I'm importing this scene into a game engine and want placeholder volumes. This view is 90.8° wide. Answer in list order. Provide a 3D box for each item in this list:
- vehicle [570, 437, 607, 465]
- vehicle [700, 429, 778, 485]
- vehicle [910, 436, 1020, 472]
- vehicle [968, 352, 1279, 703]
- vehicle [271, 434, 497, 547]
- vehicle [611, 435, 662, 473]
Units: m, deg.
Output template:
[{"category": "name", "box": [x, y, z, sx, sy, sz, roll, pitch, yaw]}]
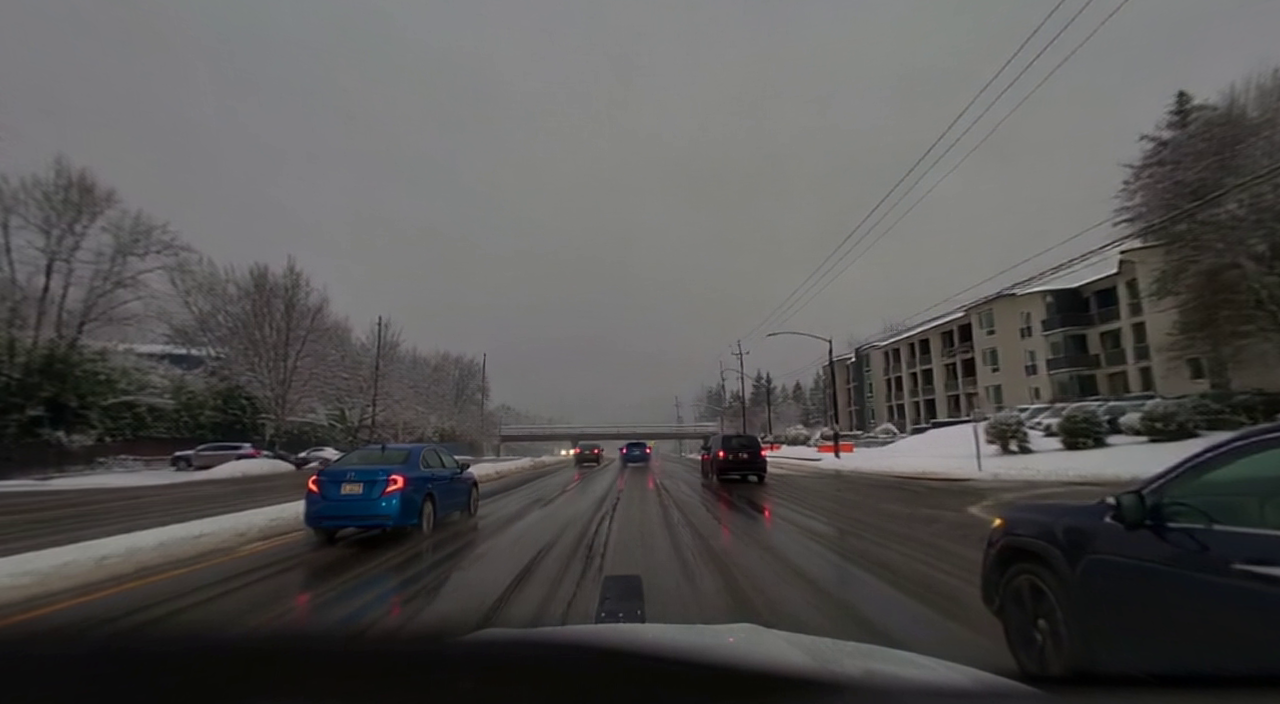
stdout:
[{"category": "vehicle", "box": [-3.524, 6.864, 44.107, 2.190, 1.832, 4.417, 0, -8, 1]}, {"category": "vehicle", "box": [3.428, 3.716, 22.679, 2.029, 1.797, 4.218, 0, -8, -1]}, {"category": "vehicle", "box": [16.300, 5.090, 31.767, 4.594, 1.664, 2.036, -6, -10, 34]}, {"category": "vehicle", "box": [3.212, 0.809, 2.210, 1.975, 1.598, 4.025, 0, -8, 1]}, {"category": "vehicle", "box": [-3.849, 2.140, 10.468, 1.968, 1.473, 4.209, 0, -8, 0]}, {"category": "vehicle", "box": [-0.178, 4.959, 30.944, 2.291, 1.714, 4.217, 0, -8, 0]}]
